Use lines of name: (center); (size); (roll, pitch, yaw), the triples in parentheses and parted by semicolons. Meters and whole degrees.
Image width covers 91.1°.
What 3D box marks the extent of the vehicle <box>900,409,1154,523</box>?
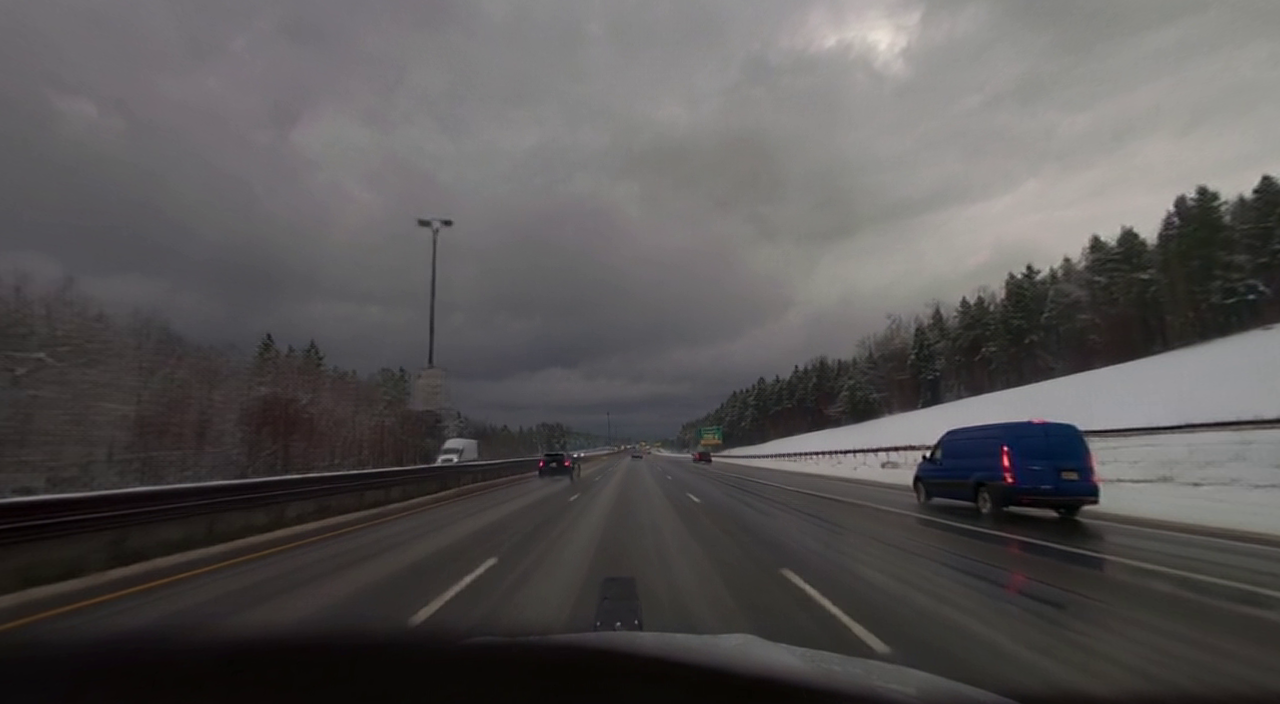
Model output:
vehicle: (7.745, 2.358, 13.424); (2.133, 1.933, 4.986); (0, -9, -1)

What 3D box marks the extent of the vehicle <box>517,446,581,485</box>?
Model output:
vehicle: (-3.862, 4.891, 27.485); (2.160, 1.530, 4.500); (0, -9, 0)

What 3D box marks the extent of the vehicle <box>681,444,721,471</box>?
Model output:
vehicle: (3.951, 6.932, 41.395); (2.069, 1.625, 4.832); (0, -9, -1)
